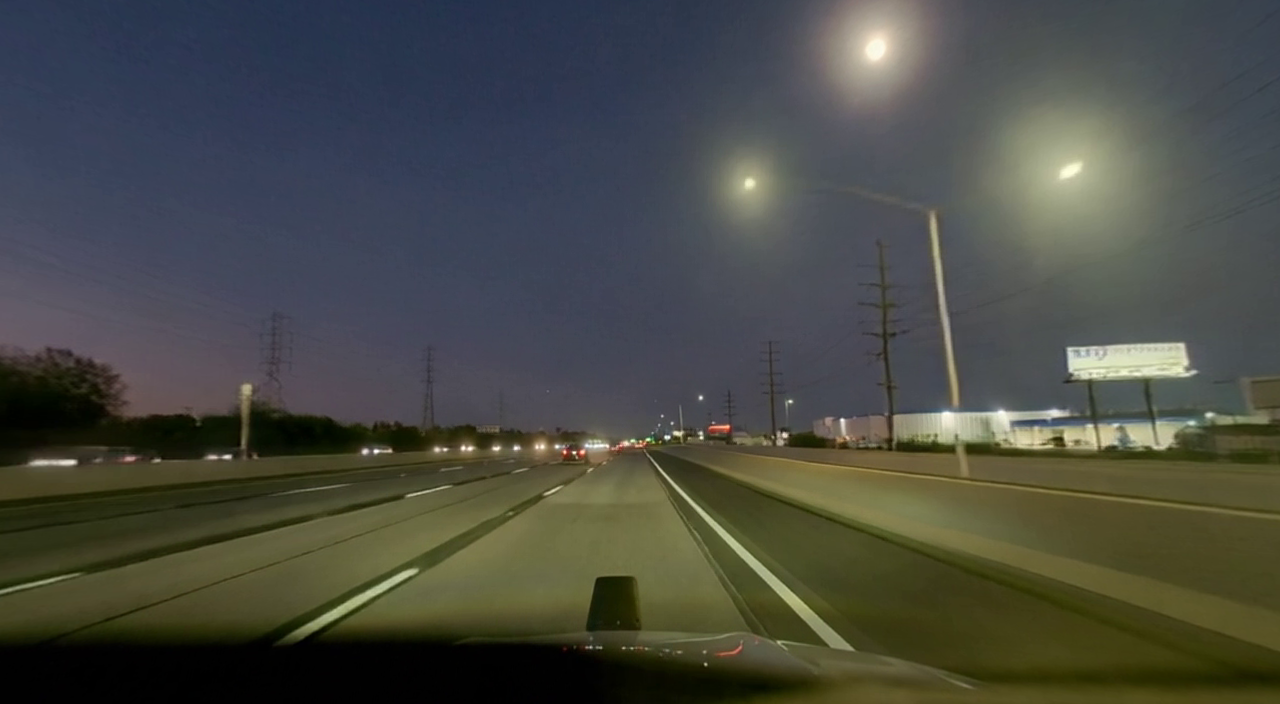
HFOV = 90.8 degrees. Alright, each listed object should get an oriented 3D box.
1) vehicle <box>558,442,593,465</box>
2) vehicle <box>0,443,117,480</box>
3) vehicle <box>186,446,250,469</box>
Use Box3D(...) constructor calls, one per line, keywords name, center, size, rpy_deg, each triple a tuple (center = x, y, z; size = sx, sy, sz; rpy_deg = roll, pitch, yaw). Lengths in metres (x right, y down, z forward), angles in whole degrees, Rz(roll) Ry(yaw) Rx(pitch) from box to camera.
Box3D(name="vehicle", center=(-4.272, 6.807, 42.462), size=(1.940, 1.479, 4.545), rpy_deg=(0, -9, -1))
Box3D(name="vehicle", center=(-29.448, 5.502, 32.025), size=(1.975, 1.687, 4.555), rpy_deg=(0, -8, 0))
Box3D(name="vehicle", center=(-32.932, 8.194, 49.445), size=(1.899, 1.687, 4.484), rpy_deg=(0, -9, 0))
